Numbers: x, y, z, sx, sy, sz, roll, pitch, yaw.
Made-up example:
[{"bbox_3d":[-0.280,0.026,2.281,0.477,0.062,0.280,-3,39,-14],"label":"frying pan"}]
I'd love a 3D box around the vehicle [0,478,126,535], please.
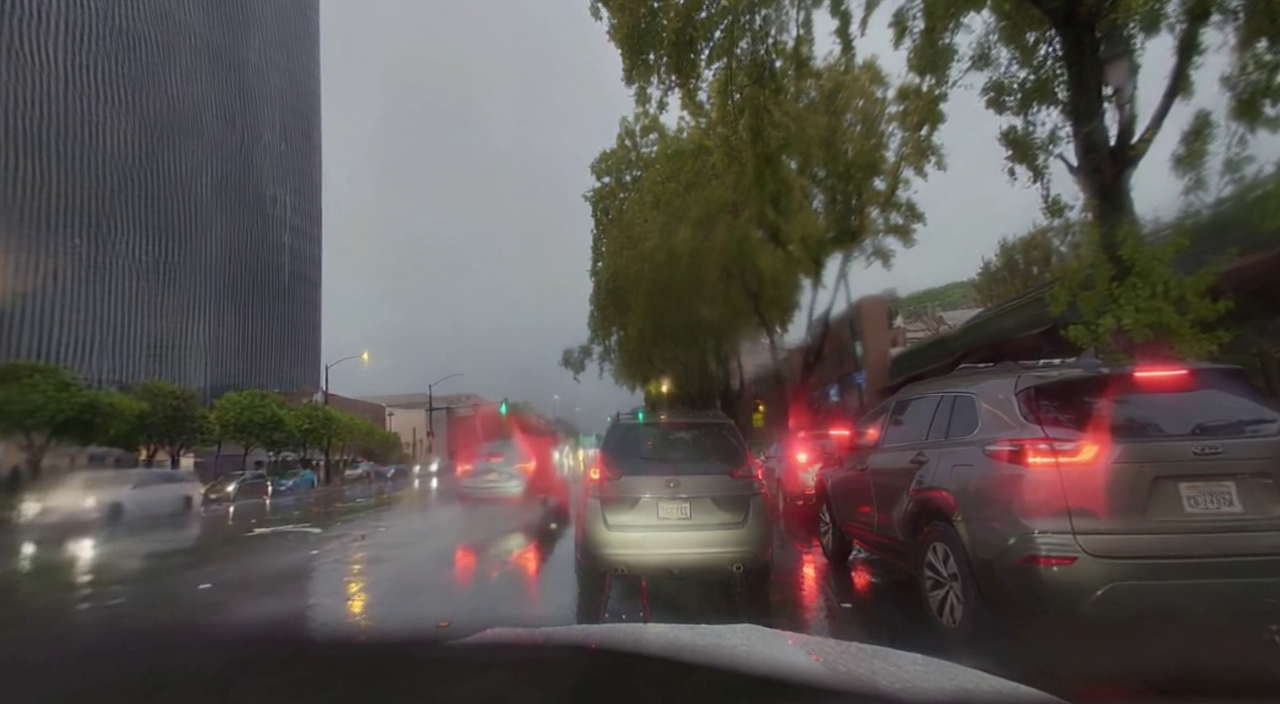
[{"bbox_3d":[-22.635,5.770,24.056,1.975,1.698,4.715,0,-9,2],"label":"vehicle"}]

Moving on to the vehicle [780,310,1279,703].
[{"bbox_3d":[2.750,1.100,4.953,2.117,1.855,4.794,0,-9,-1],"label":"vehicle"}]

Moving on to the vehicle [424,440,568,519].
[{"bbox_3d":[-3.012,2.789,14.420,2.088,1.483,4.708,0,-9,1],"label":"vehicle"}]

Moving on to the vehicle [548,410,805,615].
[{"bbox_3d":[0.232,1.547,6.878,2.045,1.608,3.573,0,-9,-2],"label":"vehicle"}]

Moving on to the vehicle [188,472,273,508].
[{"bbox_3d":[-22.627,7.591,35.032,1.854,1.419,4.318,-7,-8,0],"label":"vehicle"}]
